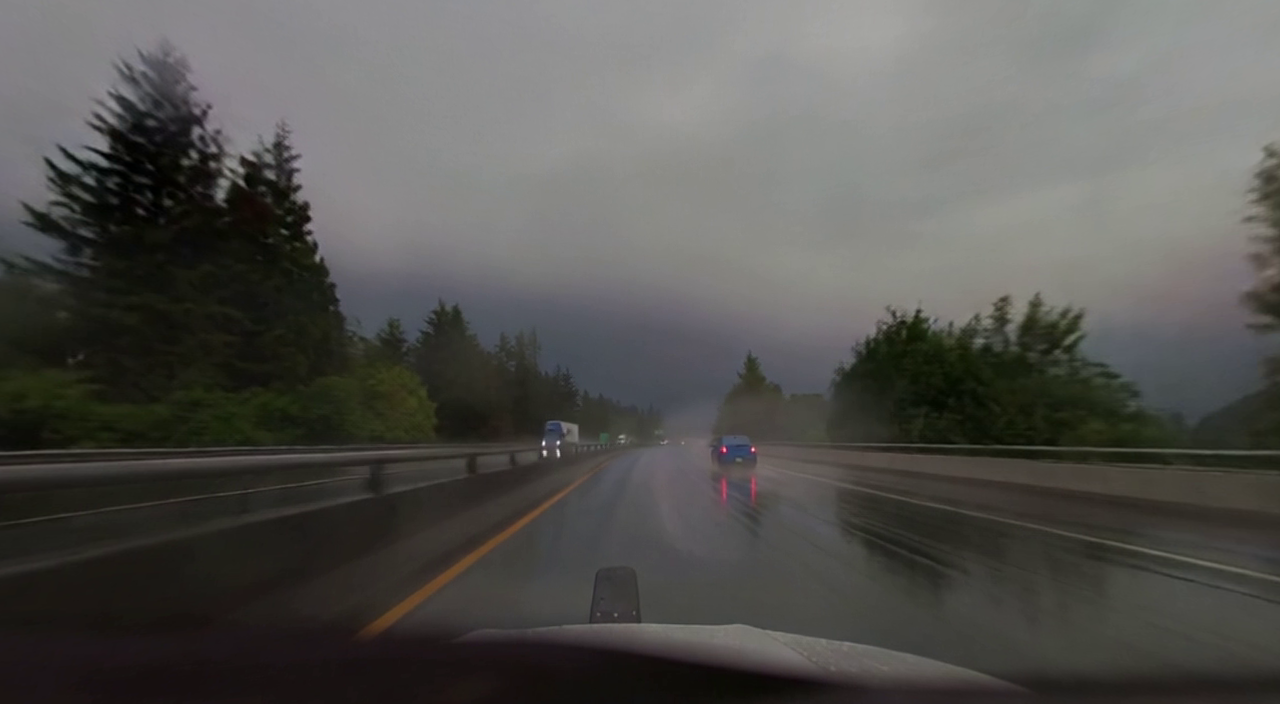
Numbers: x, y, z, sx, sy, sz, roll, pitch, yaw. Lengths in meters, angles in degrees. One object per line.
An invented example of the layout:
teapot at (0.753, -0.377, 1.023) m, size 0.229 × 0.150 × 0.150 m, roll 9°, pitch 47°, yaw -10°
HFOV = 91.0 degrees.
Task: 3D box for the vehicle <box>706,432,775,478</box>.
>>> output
vehicle at (3.941, 4.090, 25.370) m, size 2.022 × 1.663 × 4.245 m, roll 0°, pitch -8°, yaw -1°
